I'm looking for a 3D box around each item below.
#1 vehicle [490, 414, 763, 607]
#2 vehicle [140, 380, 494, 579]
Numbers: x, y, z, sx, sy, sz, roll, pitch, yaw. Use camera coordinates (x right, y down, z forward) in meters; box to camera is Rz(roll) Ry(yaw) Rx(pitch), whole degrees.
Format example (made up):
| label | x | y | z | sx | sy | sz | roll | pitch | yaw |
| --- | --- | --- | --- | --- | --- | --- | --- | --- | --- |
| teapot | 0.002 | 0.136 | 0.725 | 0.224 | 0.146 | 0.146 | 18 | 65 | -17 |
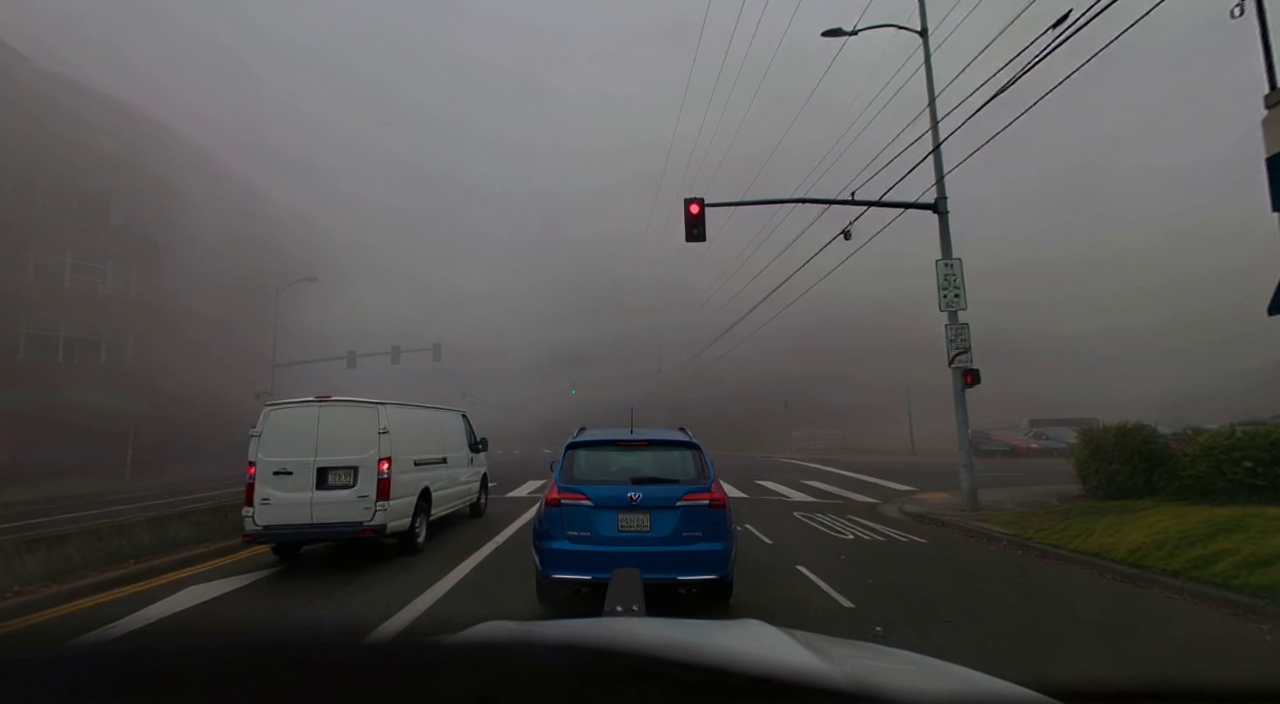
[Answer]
| label | x | y | z | sx | sy | sz | roll | pitch | yaw |
| --- | --- | --- | --- | --- | --- | --- | --- | --- | --- |
| vehicle | -0.113 | 1.466 | 6.792 | 2.064 | 1.452 | 3.942 | 0 | -8 | 0 |
| vehicle | -3.577 | 1.511 | 8.415 | 2.076 | 1.820 | 5.100 | 0 | -8 | -1 |
